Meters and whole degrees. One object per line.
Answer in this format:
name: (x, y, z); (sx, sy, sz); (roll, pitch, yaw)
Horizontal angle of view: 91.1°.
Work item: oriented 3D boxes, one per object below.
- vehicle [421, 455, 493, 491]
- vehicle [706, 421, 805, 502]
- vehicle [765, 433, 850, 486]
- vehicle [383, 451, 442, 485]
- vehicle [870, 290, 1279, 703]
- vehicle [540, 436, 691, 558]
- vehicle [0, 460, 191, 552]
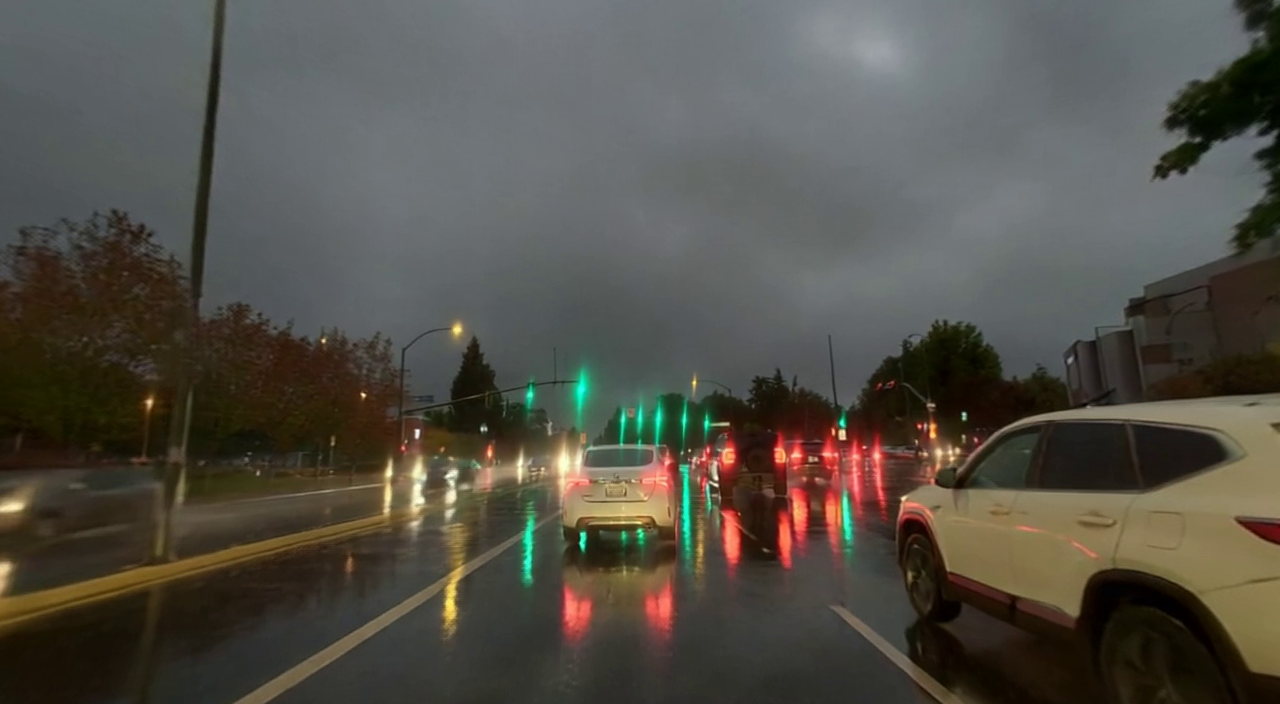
vehicle: (-8.678, 5.759, 30.199); (2.050, 1.498, 4.238); (0, -9, 2)
vehicle: (3.900, 3.847, 22.493); (2.516, 2.481, 5.766); (0, -9, 1)
vehicle: (7.709, 5.014, 29.620); (2.627, 2.252, 5.236); (0, -9, 1)
vehicle: (-15.465, 7.888, 42.955); (2.040, 2.152, 4.854); (0, -9, 2)
vehicle: (3.306, 1.052, 4.078); (1.982, 1.960, 4.427); (0, -9, 1)
vehicle: (-0.301, 2.343, 10.870); (2.111, 1.676, 4.018); (0, -9, 1)
vehicle: (-12.709, 3.273, 14.026); (1.926, 1.598, 4.509); (0, -9, 1)
